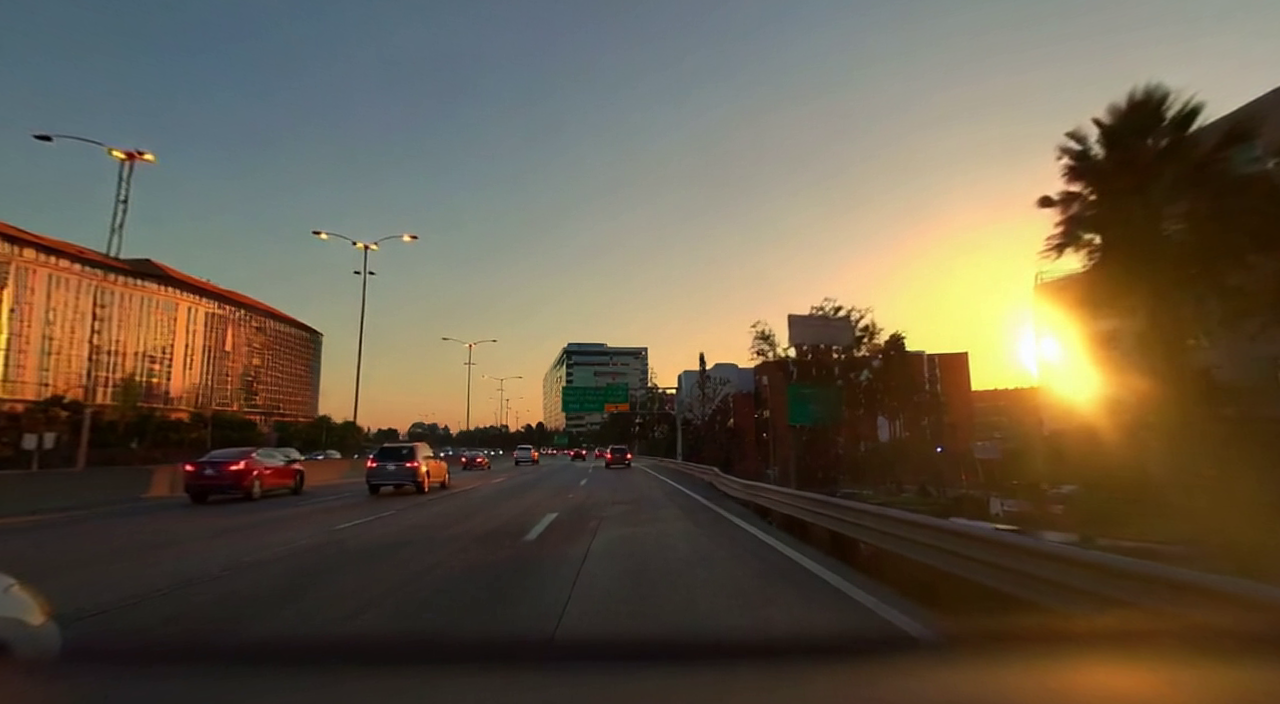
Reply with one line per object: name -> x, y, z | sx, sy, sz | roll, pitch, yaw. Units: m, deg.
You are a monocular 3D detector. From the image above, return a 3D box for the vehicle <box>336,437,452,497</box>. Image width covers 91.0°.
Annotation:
vehicle -> -7.751, 3.650, 20.385 | 2.065, 1.689, 4.399 | 0, -9, -1

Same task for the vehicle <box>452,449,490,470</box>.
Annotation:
vehicle -> -12.817, 8.130, 47.976 | 1.861, 1.466, 4.233 | 0, -9, -3

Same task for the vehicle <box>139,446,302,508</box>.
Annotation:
vehicle -> -11.539, 3.429, 17.727 | 1.936, 1.501, 3.900 | 0, -9, -1

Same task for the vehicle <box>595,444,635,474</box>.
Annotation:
vehicle -> -1.418, 5.974, 35.394 | 2.110, 1.501, 4.319 | 0, -9, -3
